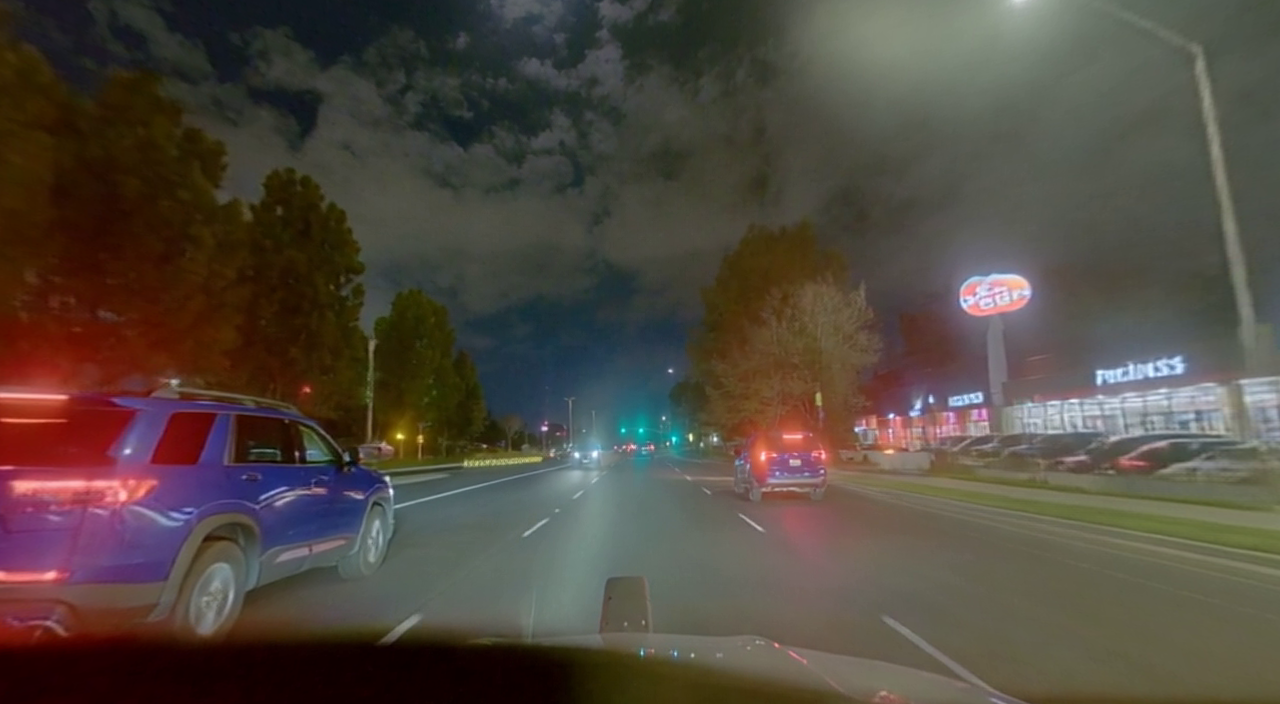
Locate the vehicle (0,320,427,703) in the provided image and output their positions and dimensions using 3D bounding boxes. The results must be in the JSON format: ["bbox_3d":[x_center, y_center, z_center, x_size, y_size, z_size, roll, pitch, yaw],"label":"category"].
[{"bbox_3d":[-3.843,1.138,5.558,2.210,1.925,4.838,0,-8,0],"label":"vehicle"}]

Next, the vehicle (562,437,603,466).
[{"bbox_3d":[-3.640,6.406,40.626,2.112,1.775,4.404,0,-8,1],"label":"vehicle"}]

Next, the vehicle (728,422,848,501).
[{"bbox_3d":[3.672,2.814,16.576,2.024,1.773,4.431,0,-8,0],"label":"vehicle"}]

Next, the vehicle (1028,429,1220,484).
[{"bbox_3d":[13.660,2.962,17.960,4.040,1.497,1.702,0,-8,-1],"label":"vehicle"}]

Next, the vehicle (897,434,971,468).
[{"bbox_3d":[15.655,5.283,33.849,1.897,1.662,4.504,0,-8,2],"label":"vehicle"}]
